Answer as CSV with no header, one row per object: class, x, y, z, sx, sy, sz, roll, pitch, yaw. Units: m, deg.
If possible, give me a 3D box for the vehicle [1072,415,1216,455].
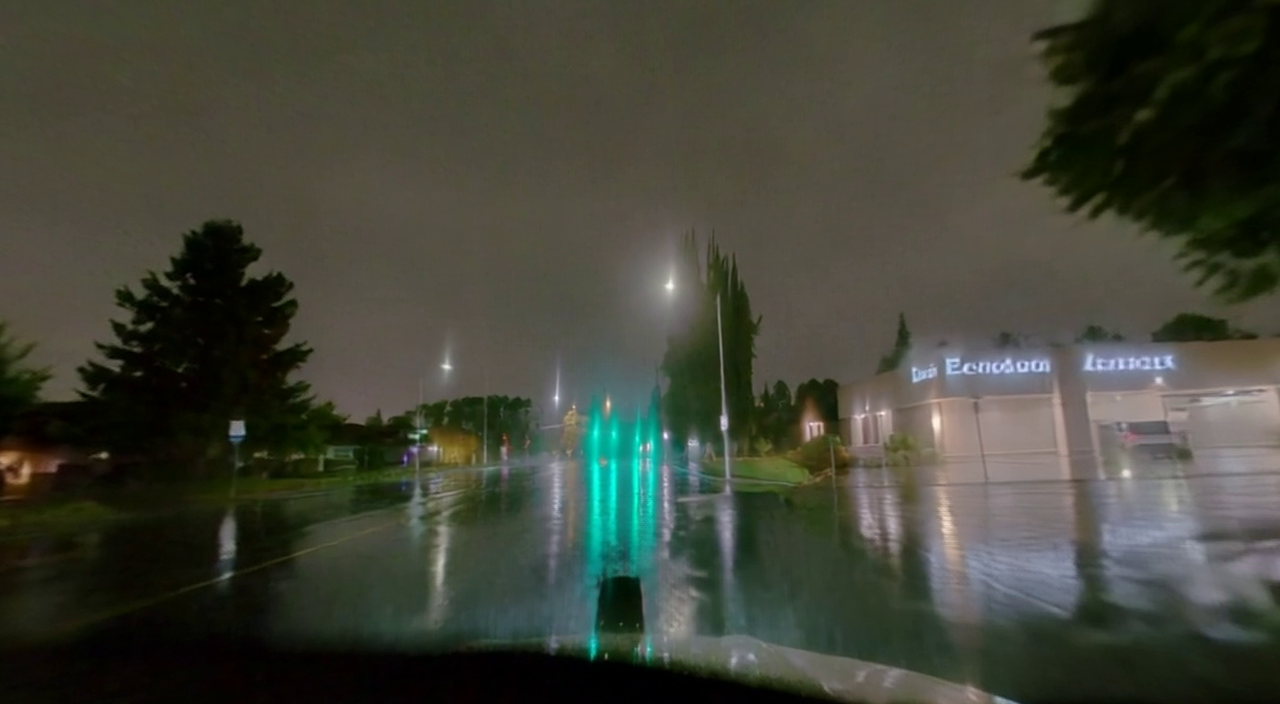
vehicle,21.828,3.710,27.695,2.028,1.584,4.971,0,-9,-3
